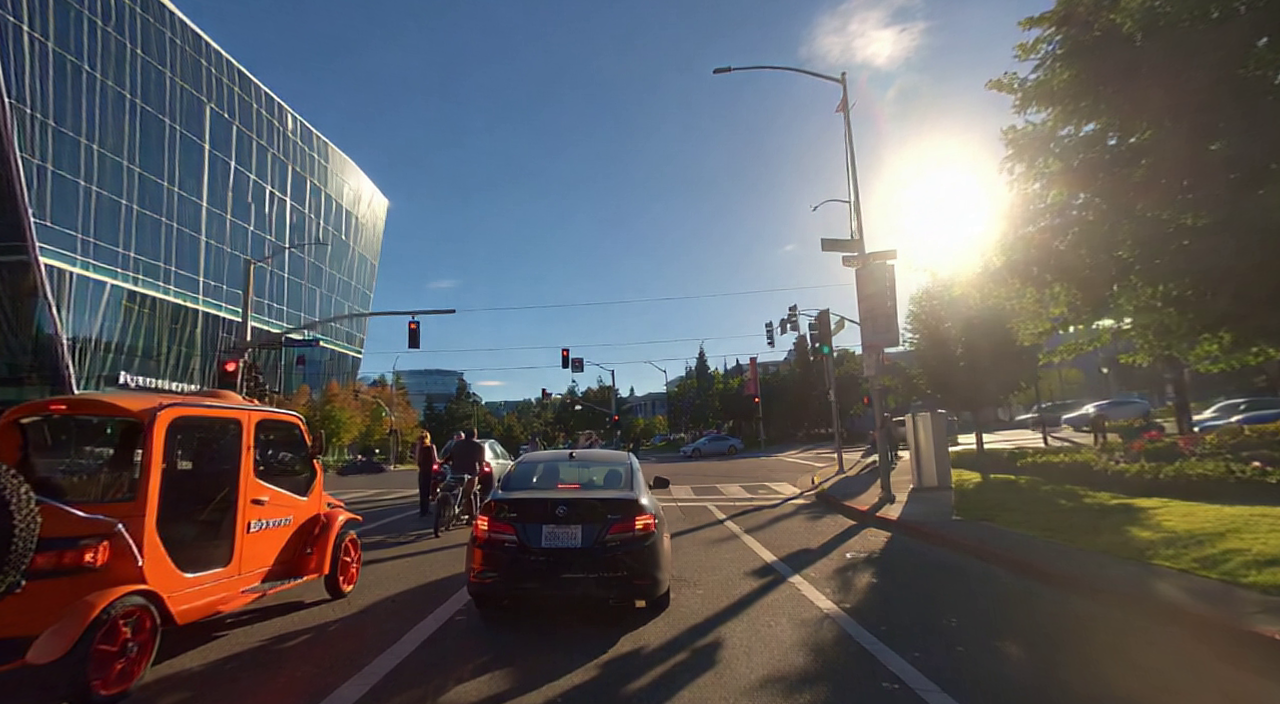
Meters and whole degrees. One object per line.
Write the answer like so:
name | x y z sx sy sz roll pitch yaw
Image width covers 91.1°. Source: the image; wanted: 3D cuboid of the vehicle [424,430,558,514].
vehicle | -3.191 2.655 14.376 1.935 1.615 4.073 -1 -8 2

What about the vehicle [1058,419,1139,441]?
vehicle | 30.702 5.269 42.110 1.751 1.420 4.027 8 -12 -43

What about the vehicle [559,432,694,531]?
vehicle | -0.169 2.255 11.522 2.025 1.458 4.085 0 -8 1

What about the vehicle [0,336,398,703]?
vehicle | -3.611 1.128 4.435 2.000 1.809 4.405 0 -8 0
